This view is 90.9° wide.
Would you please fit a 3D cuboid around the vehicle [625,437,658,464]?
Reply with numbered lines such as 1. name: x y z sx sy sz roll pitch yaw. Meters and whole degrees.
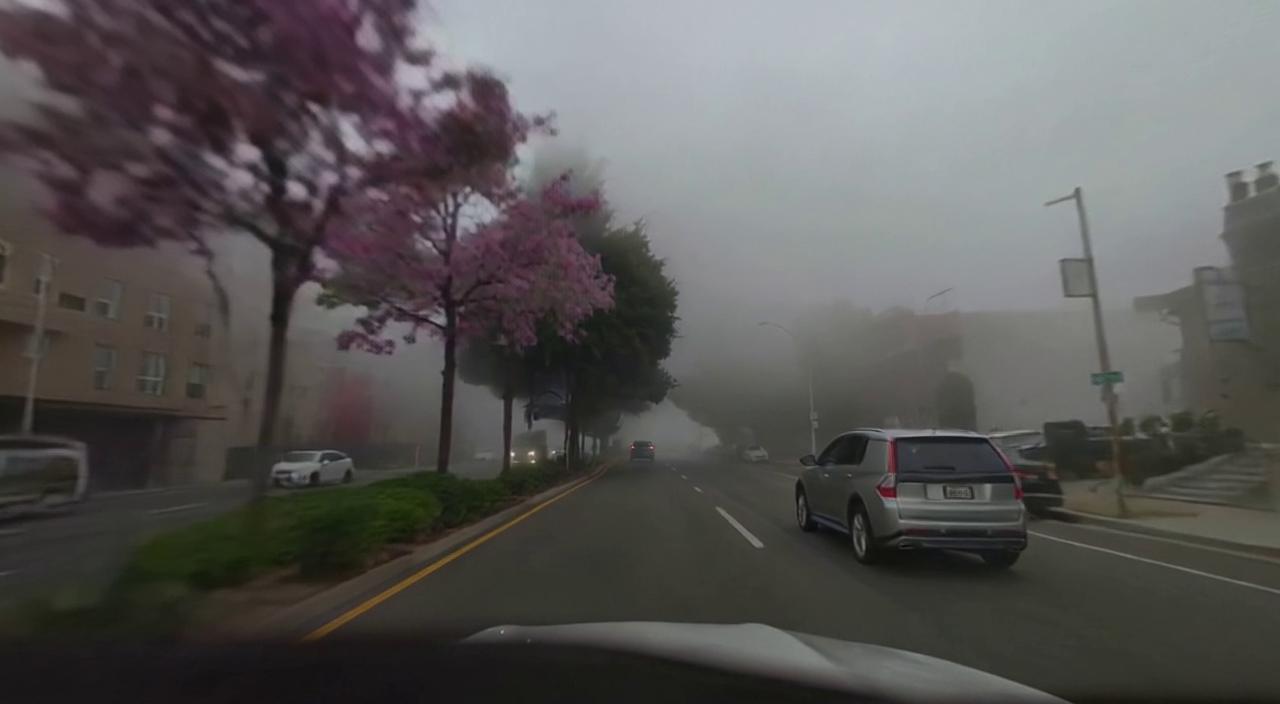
1. vehicle: 0.161 7.025 45.160 2.244 1.813 4.129 0 -8 1

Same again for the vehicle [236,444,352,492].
1. vehicle: -11.809 3.953 21.807 1.779 1.495 3.766 0 -8 2

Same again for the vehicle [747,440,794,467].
1. vehicle: 8.186 6.405 39.839 1.919 1.586 4.692 0 -8 -1

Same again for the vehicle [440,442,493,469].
1. vehicle: -11.295 6.778 41.358 2.049 1.641 4.573 0 -8 2

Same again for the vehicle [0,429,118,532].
1. vehicle: -11.925 2.175 10.628 2.021 1.730 4.866 0 -8 1

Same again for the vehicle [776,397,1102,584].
1. vehicle: 3.318 1.643 8.291 2.071 1.747 4.549 0 -8 1

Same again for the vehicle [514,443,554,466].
1. vehicle: -7.452 7.202 44.638 1.960 1.530 4.313 0 -8 2
